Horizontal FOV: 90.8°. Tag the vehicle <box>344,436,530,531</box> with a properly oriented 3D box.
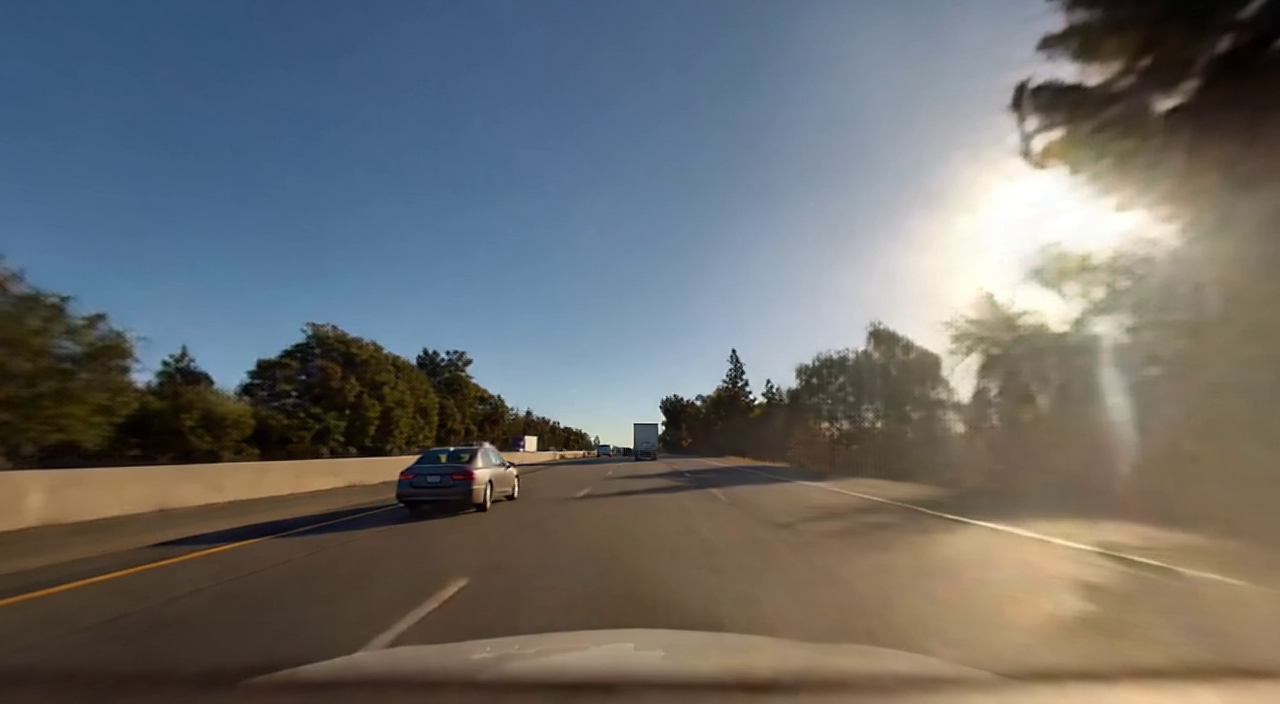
[{"bbox_3d":[-3.755,2.533,12.801,1.999,1.533,4.870,-1,-9,2],"label":"vehicle"}]
